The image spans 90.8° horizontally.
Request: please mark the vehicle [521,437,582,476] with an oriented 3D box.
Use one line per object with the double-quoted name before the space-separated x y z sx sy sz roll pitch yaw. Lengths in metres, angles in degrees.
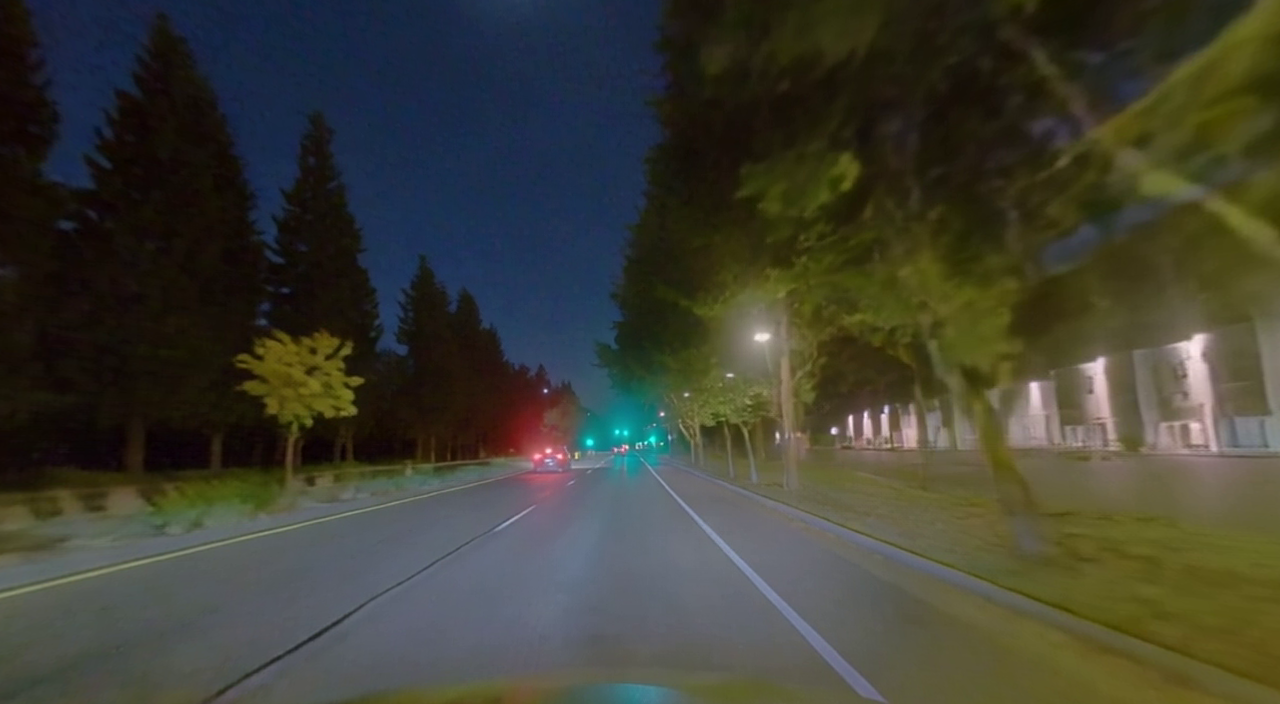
"vehicle" -4.117 4.943 30.117 2.202 1.685 4.772 0 -8 0
